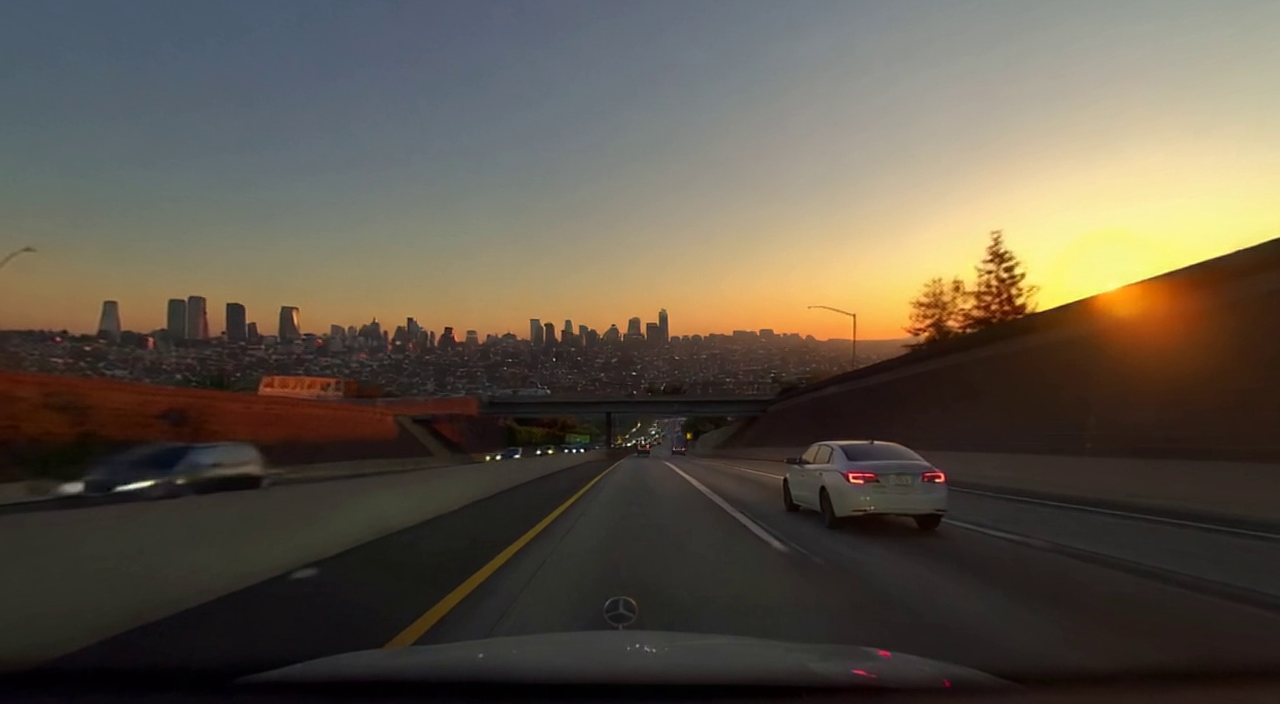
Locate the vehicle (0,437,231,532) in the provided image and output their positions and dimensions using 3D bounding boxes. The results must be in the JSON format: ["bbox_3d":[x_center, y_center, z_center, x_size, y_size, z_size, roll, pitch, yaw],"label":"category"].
[{"bbox_3d":[-11.266,2.700,13.546,1.912,1.682,4.427,0,-8,1],"label":"vehicle"}]

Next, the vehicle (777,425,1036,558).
[{"bbox_3d":[3.631,1.979,9.771,1.982,1.533,4.612,0,-8,0],"label":"vehicle"}]
